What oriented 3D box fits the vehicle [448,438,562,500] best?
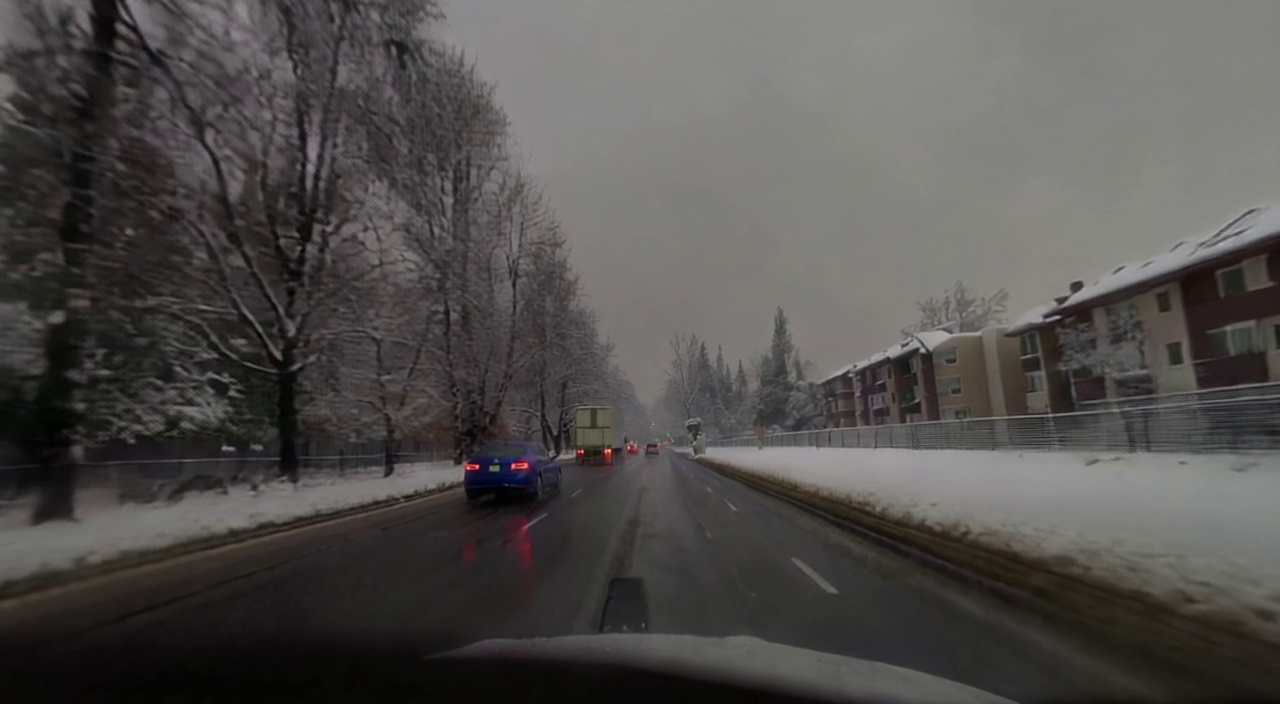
[{"bbox_3d":[-3.491,3.109,17.231,2.005,1.462,4.345,-1,-8,2],"label":"vehicle"}]

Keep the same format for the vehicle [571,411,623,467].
[{"bbox_3d":[-2.651,5.818,41.886,2.746,3.276,8.572,-1,-8,1],"label":"vehicle"}]
